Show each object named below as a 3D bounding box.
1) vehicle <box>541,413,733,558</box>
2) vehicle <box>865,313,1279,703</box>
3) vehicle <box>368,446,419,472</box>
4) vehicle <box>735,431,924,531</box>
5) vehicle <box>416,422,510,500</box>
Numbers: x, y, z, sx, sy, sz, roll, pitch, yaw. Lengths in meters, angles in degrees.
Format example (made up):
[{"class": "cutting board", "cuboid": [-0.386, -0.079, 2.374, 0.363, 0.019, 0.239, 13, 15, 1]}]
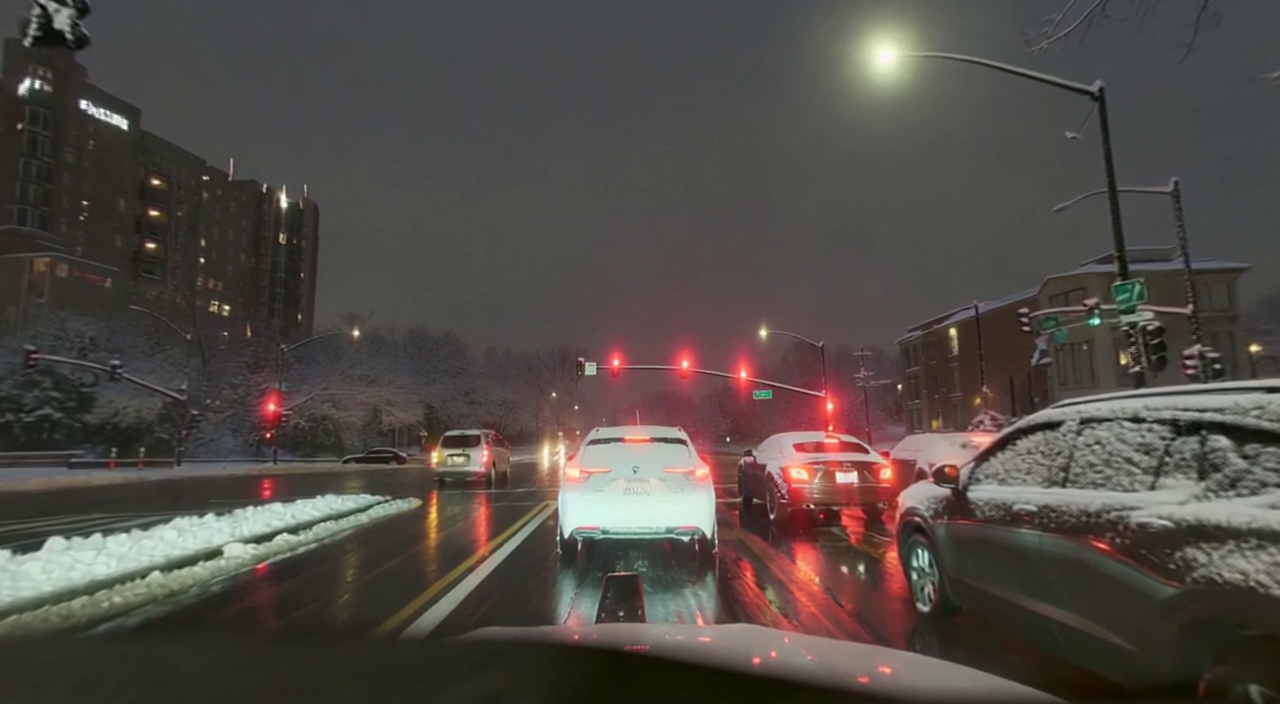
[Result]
[{"class": "vehicle", "cuboid": [-0.081, 1.825, 9.290, 2.188, 1.637, 4.027, 0, -8, -1]}, {"class": "vehicle", "cuboid": [3.011, 0.917, 3.160, 2.103, 1.701, 4.294, 0, -8, -1]}, {"class": "vehicle", "cuboid": [-18.763, 8.138, 48.362, 2.026, 1.836, 4.726, 0, -8, 0]}, {"class": "vehicle", "cuboid": [3.162, 2.252, 11.669, 2.001, 1.463, 4.398, 0, -8, -2]}, {"class": "vehicle", "cuboid": [-4.692, 2.943, 17.387, 2.021, 1.837, 4.448, 1, -9, -10]}]
